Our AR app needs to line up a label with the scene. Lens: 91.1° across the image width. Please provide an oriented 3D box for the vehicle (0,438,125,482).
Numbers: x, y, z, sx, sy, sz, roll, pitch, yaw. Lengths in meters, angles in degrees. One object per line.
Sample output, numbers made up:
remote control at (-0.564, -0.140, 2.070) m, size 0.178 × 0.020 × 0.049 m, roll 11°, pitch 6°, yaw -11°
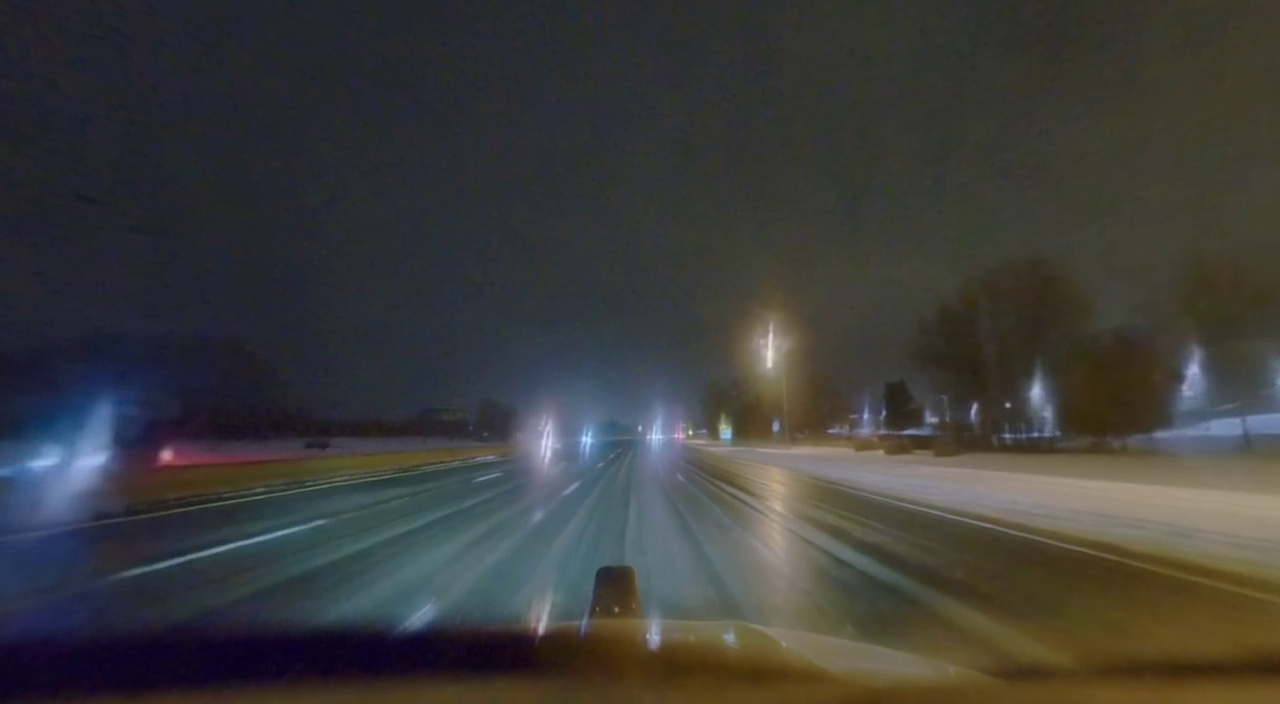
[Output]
vehicle at (-22.327, 4.024, 23.884) m, size 1.820 × 1.504 × 4.417 m, roll 0°, pitch -8°, yaw -1°
